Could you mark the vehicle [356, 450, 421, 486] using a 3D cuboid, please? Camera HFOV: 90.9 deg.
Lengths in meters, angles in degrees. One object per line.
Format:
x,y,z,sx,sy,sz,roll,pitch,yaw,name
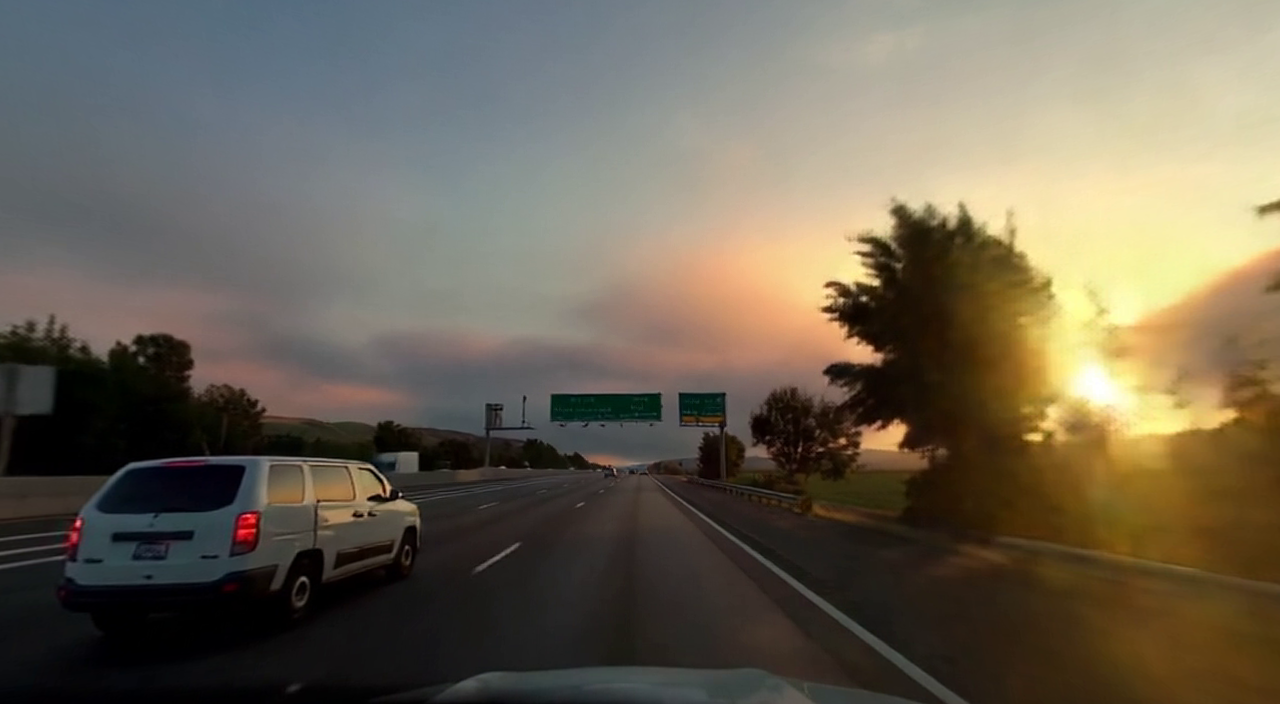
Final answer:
-19.070,8.880,48.178,2.391,2.511,5.870,1,-10,1,vehicle
